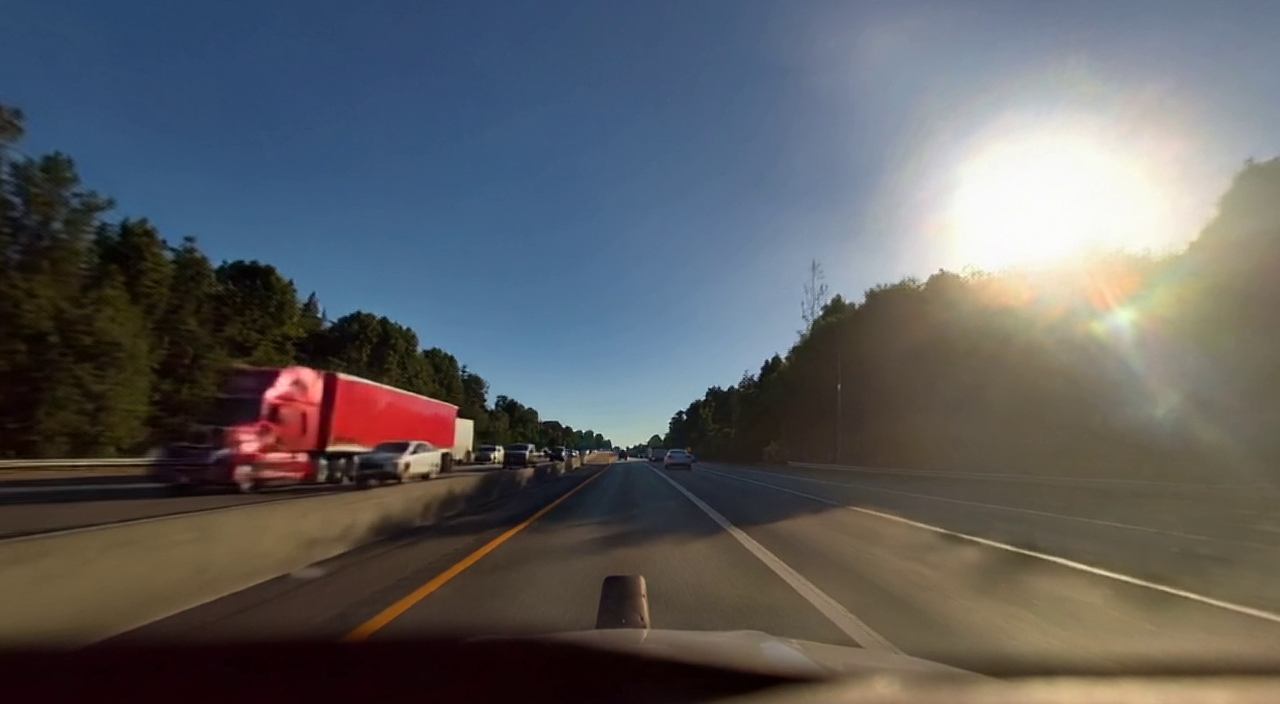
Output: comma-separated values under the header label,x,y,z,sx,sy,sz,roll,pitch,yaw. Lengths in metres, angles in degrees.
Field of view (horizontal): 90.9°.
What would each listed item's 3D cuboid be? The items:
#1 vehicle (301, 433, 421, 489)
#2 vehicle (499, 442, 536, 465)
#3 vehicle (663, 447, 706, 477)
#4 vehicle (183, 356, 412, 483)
label,x,y,z,sx,sy,sz,roll,pitch,yaw
vehicle,-8.023,3.171,18.520,1.830,1.438,3.678,0,-9,-1
vehicle,-8.783,7.291,45.398,1.965,1.566,4.141,0,-9,-2
vehicle,2.514,6.384,36.688,2.111,1.599,3.859,0,-9,-1
vehicle,-12.593,2.942,25.101,2.947,3.956,11.078,0,-9,-1
